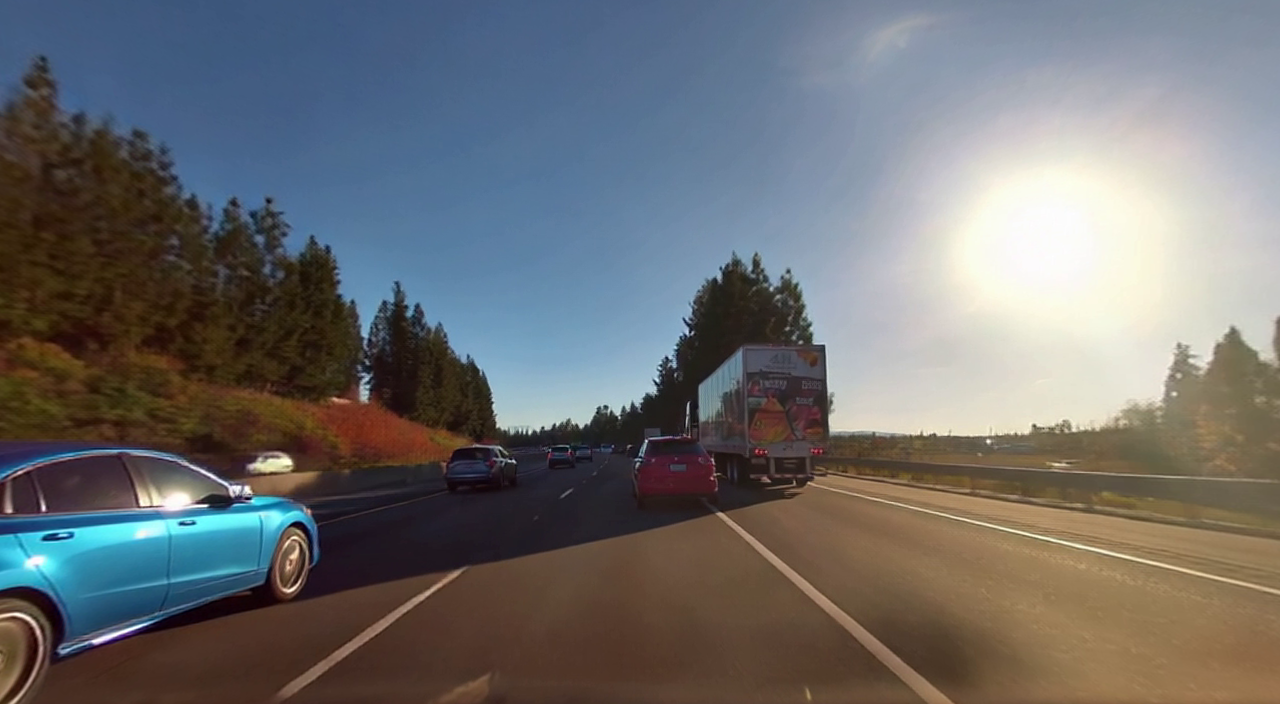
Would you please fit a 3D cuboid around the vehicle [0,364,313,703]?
[{"bbox_3d":[-4.092,0.988,3.659,1.983,1.666,4.452,0,-8,0],"label":"vehicle"}]

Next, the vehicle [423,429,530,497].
[{"bbox_3d":[-4.315,2.983,17.254,1.905,1.642,3.803,0,-8,0],"label":"vehicle"}]

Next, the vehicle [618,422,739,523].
[{"bbox_3d":[0.595,2.264,12.338,2.017,1.662,3.543,0,-8,-1],"label":"vehicle"}]

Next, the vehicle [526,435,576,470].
[{"bbox_3d":[-4.629,5.305,33.421,2.014,1.683,4.275,0,-8,0],"label":"vehicle"}]

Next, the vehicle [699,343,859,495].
[{"bbox_3d":[4.407,2.798,24.112,2.828,4.081,14.220,0,-8,0],"label":"vehicle"}]
